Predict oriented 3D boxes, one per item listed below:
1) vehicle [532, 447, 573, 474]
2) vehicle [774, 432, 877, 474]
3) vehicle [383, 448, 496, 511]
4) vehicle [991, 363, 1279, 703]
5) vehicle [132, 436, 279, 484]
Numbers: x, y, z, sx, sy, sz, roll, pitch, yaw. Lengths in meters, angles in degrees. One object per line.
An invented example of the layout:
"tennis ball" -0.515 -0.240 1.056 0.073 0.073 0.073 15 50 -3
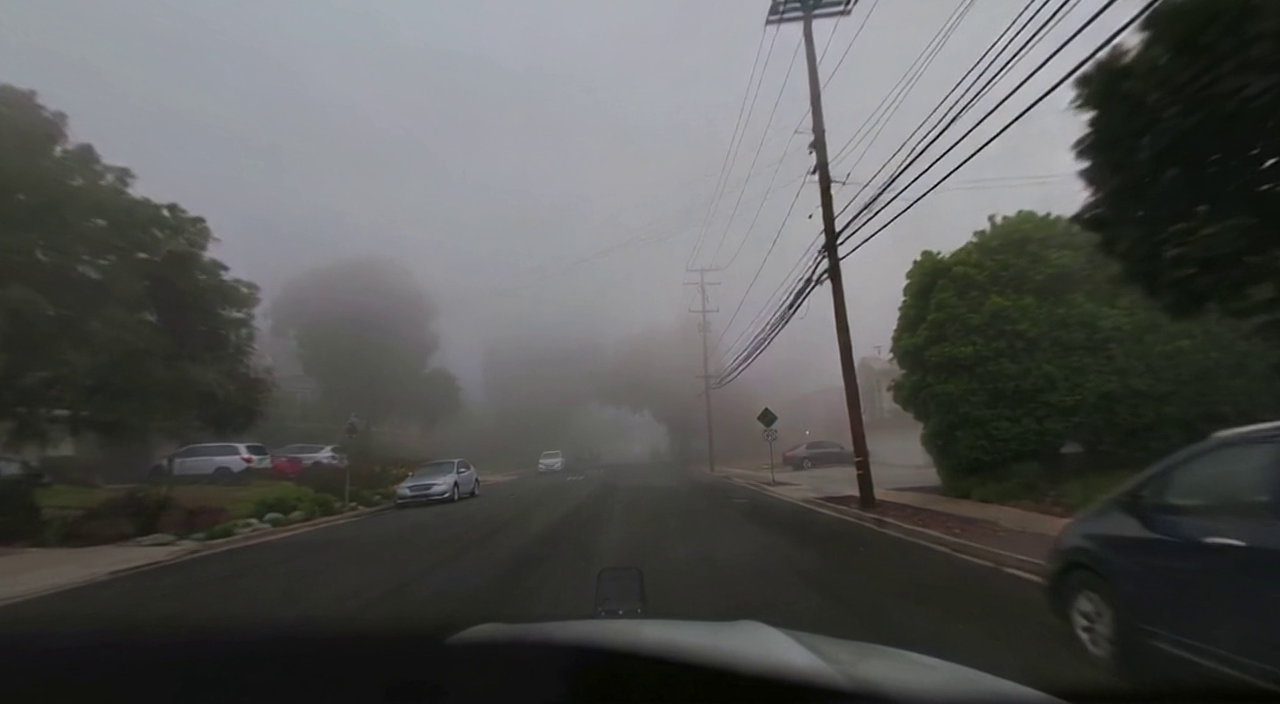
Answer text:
"vehicle" -6.341 7.943 46.414 2.162 1.757 5.201 -2 -9 1
"vehicle" 10.114 5.534 34.701 4.822 1.864 2.100 -3 -8 -5
"vehicle" -6.156 3.920 19.977 2.022 1.550 4.669 -4 -8 0
"vehicle" 3.701 0.886 2.381 2.091 1.731 4.410 0 -9 -2
"vehicle" -17.119 4.249 25.138 4.123 1.787 2.194 1 -9 -8
